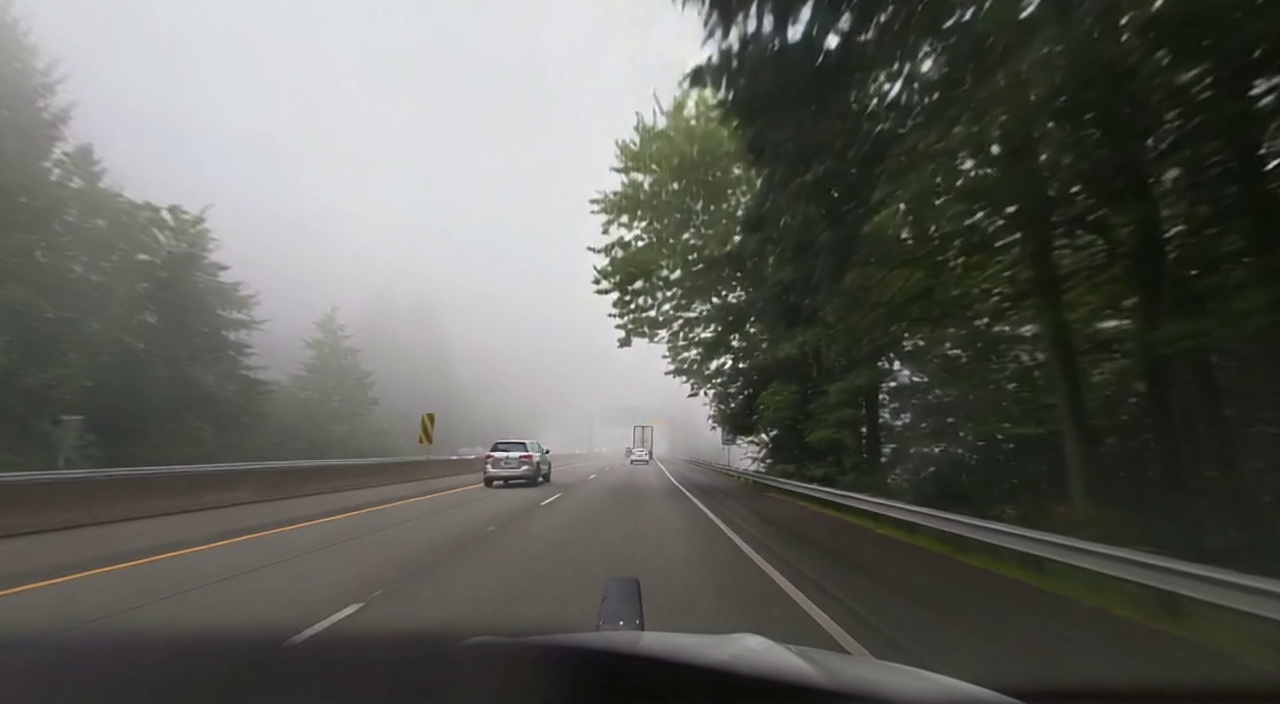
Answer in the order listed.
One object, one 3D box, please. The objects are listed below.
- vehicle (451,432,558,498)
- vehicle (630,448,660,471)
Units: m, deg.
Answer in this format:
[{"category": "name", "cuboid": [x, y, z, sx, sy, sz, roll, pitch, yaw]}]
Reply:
[{"category": "vehicle", "cuboid": [-3.876, 3.352, 19.031, 2.097, 1.722, 4.808, 0, -9, 1]}, {"category": "vehicle", "cuboid": [0.307, 7.002, 41.221, 1.853, 1.436, 3.438, 0, -9, -1]}]
